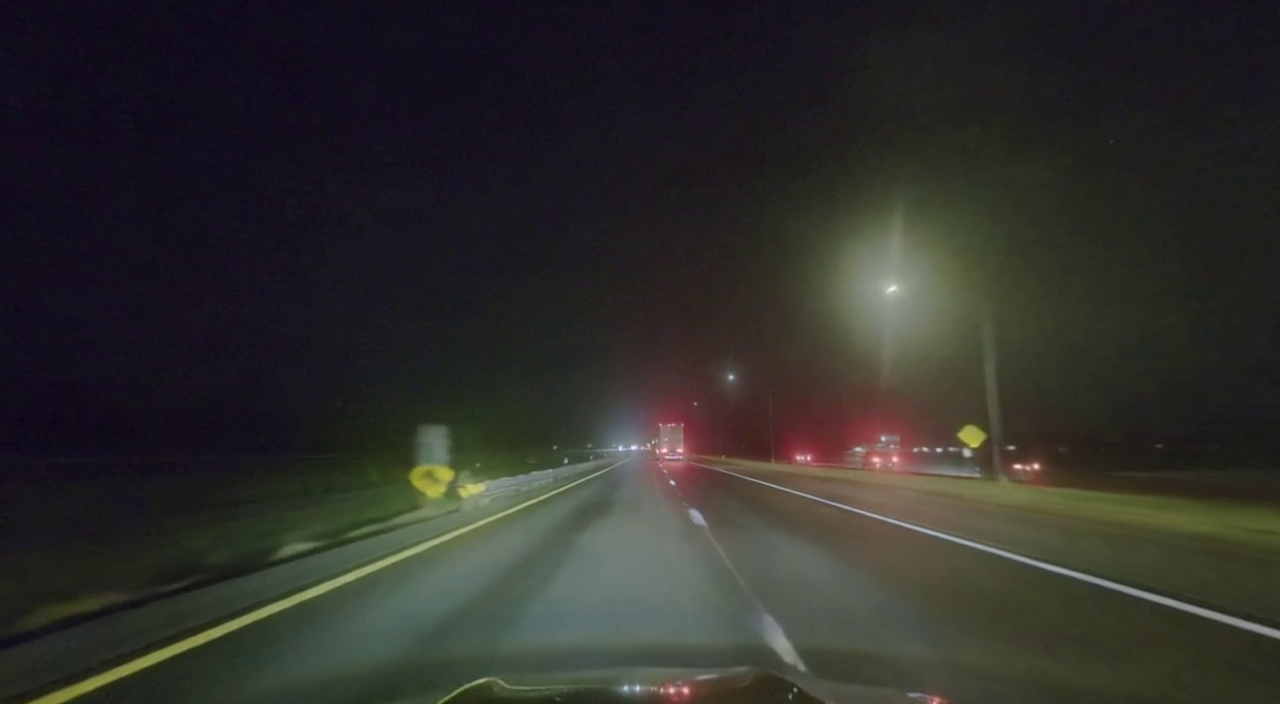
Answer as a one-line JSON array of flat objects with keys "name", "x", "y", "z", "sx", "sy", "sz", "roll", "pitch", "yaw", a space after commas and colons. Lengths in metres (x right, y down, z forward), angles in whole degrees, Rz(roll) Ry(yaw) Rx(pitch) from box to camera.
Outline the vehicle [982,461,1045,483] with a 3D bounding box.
[{"name": "vehicle", "x": 27.705, "y": 8.877, "z": 46.859, "sx": 1.836, "sy": 1.499, "sz": 3.936, "roll": 2, "pitch": -9, "yaw": -11}]
